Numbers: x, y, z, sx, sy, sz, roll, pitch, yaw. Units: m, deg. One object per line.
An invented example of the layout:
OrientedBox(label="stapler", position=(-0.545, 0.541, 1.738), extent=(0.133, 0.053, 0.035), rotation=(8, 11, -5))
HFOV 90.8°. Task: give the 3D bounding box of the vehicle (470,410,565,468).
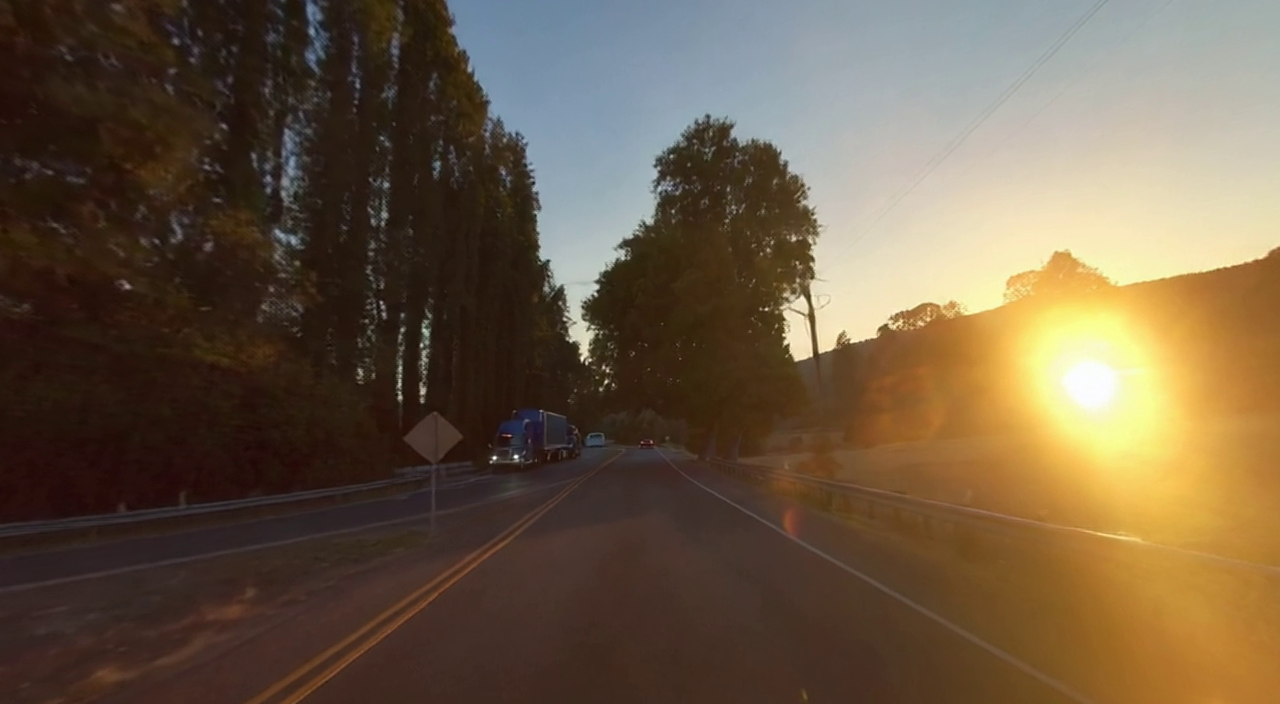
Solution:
OrientedBox(label="vehicle", position=(-9.132, 6.875, 48.580), extent=(5.596, 3.130, 8.972), rotation=(-3, -14, -1))
